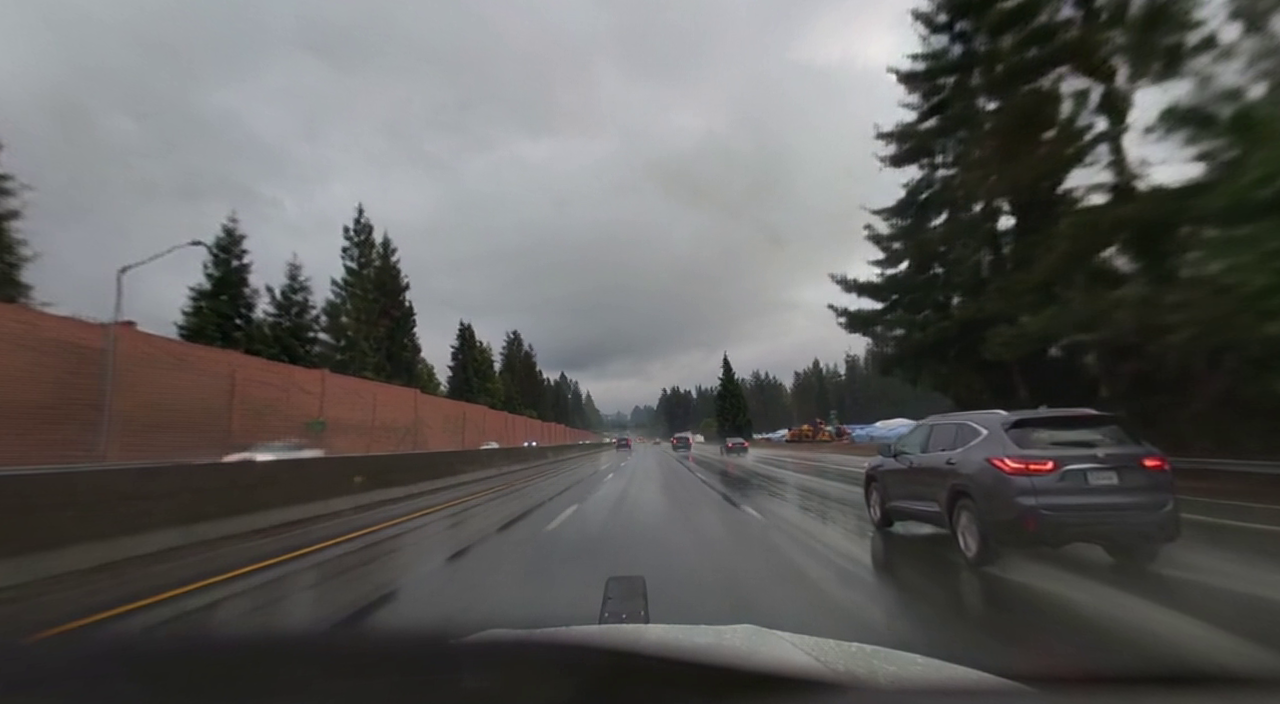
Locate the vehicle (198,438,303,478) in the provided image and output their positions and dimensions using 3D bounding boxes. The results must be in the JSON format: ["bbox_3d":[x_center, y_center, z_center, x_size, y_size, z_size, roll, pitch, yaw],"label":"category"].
[{"bbox_3d":[-18.027,4.918,29.514,1.953,1.675,4.524,0,-8,1],"label":"vehicle"}]

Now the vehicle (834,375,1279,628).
[{"bbox_3d":[3.964,1.393,6.859,2.190,1.783,4.637,0,-8,-1],"label":"vehicle"}]
